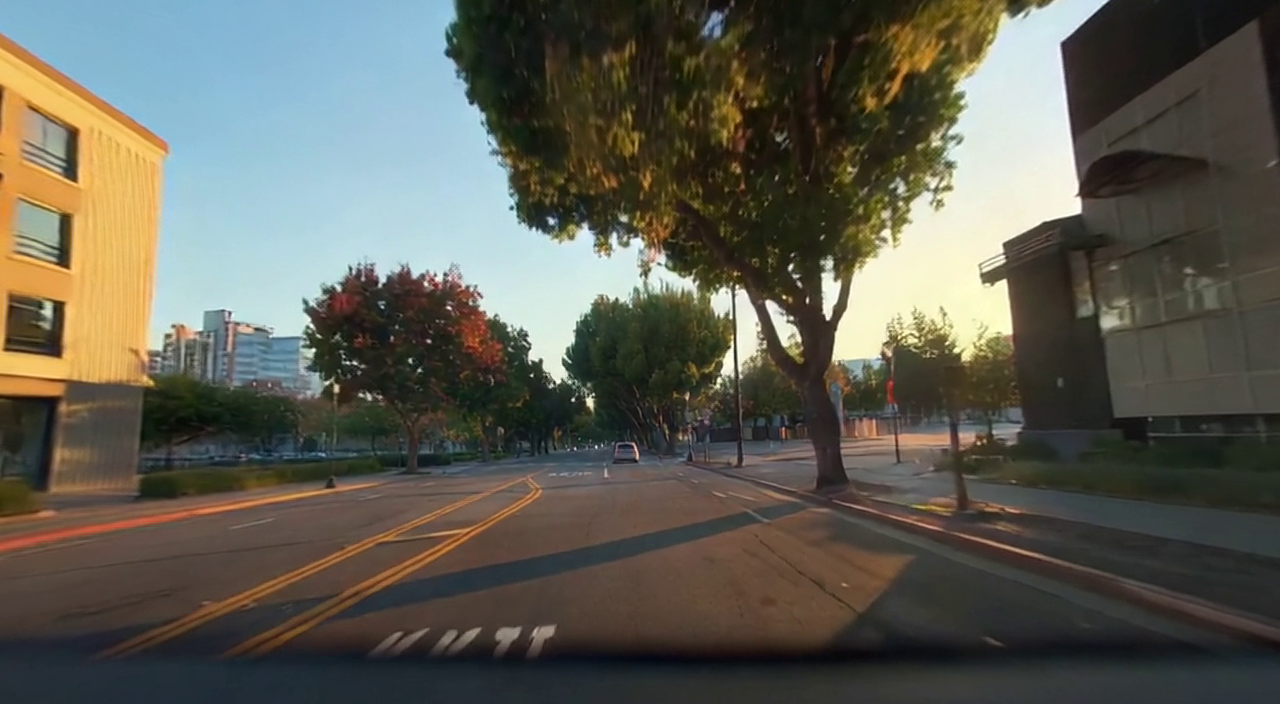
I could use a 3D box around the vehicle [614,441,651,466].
[{"bbox_3d":[-0.535,6.169,38.638,2.131,1.474,4.146,0,-8,-2],"label":"vehicle"}]
